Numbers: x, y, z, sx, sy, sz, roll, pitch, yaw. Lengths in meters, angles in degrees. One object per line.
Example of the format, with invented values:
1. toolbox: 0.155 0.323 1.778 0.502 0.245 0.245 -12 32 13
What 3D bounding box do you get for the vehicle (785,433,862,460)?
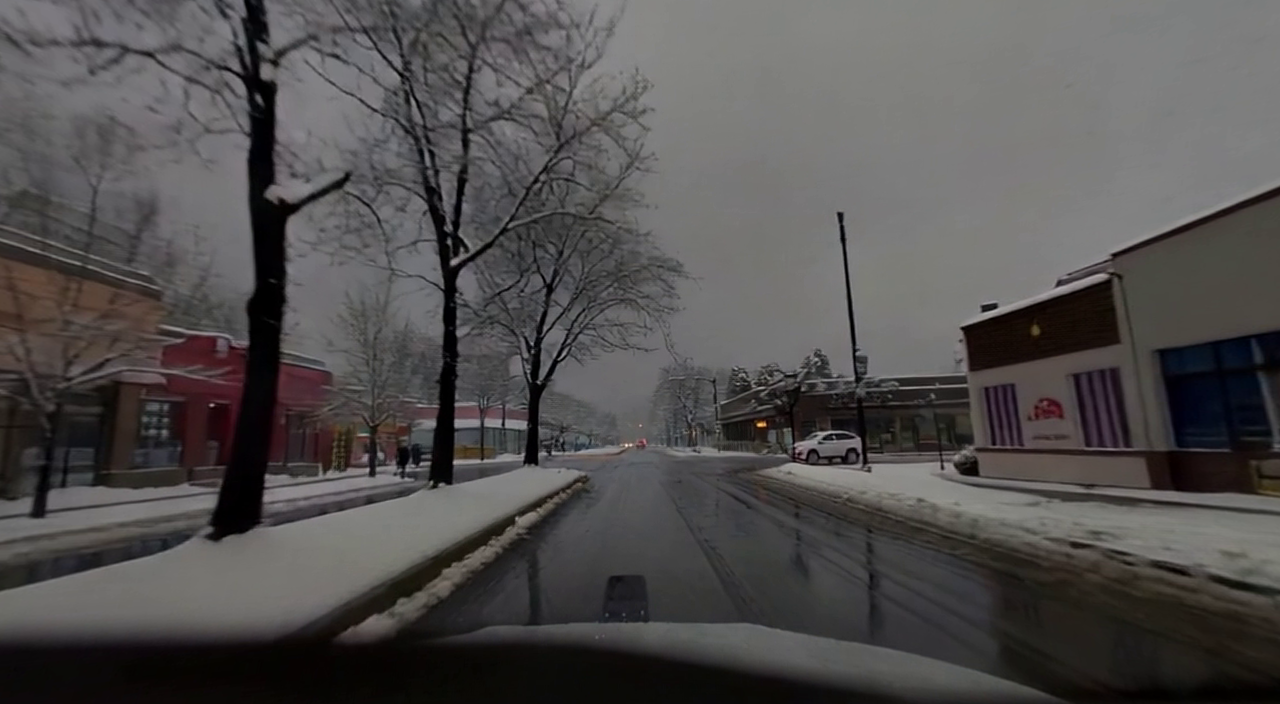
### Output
1. vehicle: 13.837 7.183 47.782 5.129 1.882 2.117 -1 -10 -2
